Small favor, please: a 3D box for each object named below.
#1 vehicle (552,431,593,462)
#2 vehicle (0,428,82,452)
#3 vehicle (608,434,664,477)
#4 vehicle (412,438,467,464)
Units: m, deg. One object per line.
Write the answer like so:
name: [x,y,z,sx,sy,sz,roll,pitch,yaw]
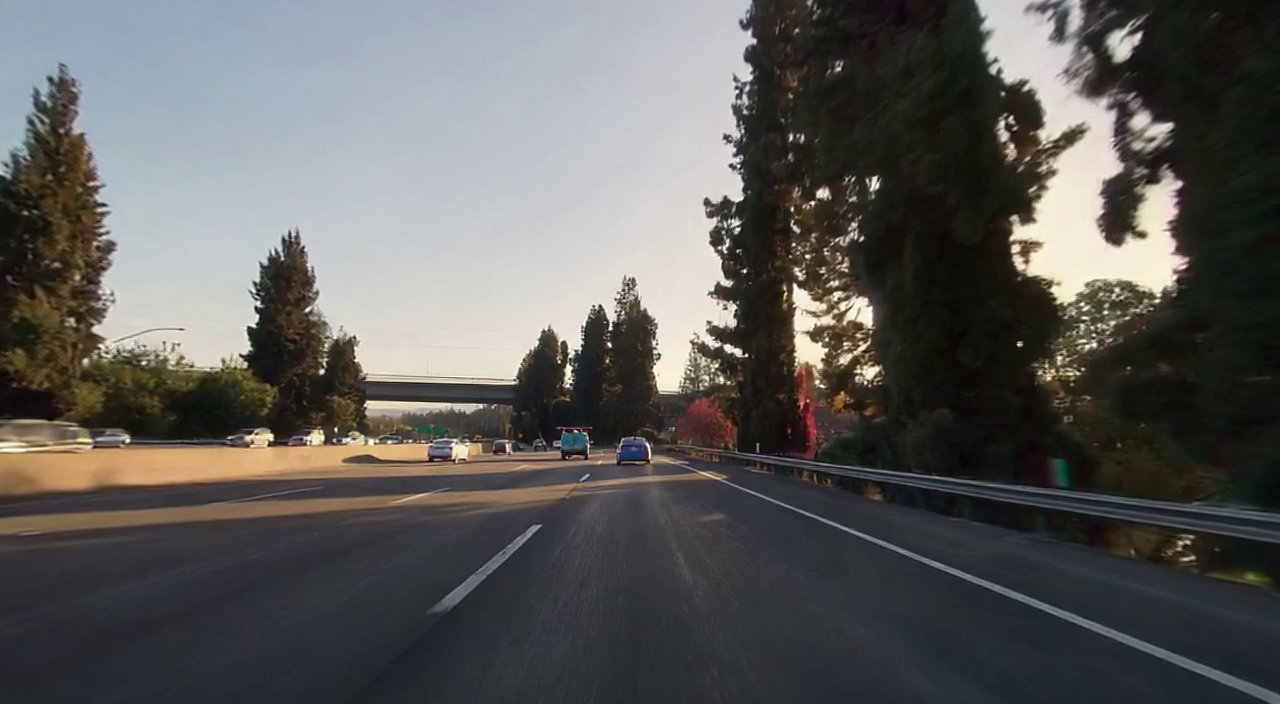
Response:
vehicle: [-4.006,5.712,38.002,2.174,1.806,3.932,0,-8,-2]
vehicle: [-39.008,5.695,40.645,1.775,1.467,4.357,0,-8,-1]
vehicle: [-0.191,3.843,23.606,1.954,1.460,3.983,0,-8,-2]
vehicle: [-11.731,5.825,37.042,1.844,1.446,4.395,0,-8,-1]
